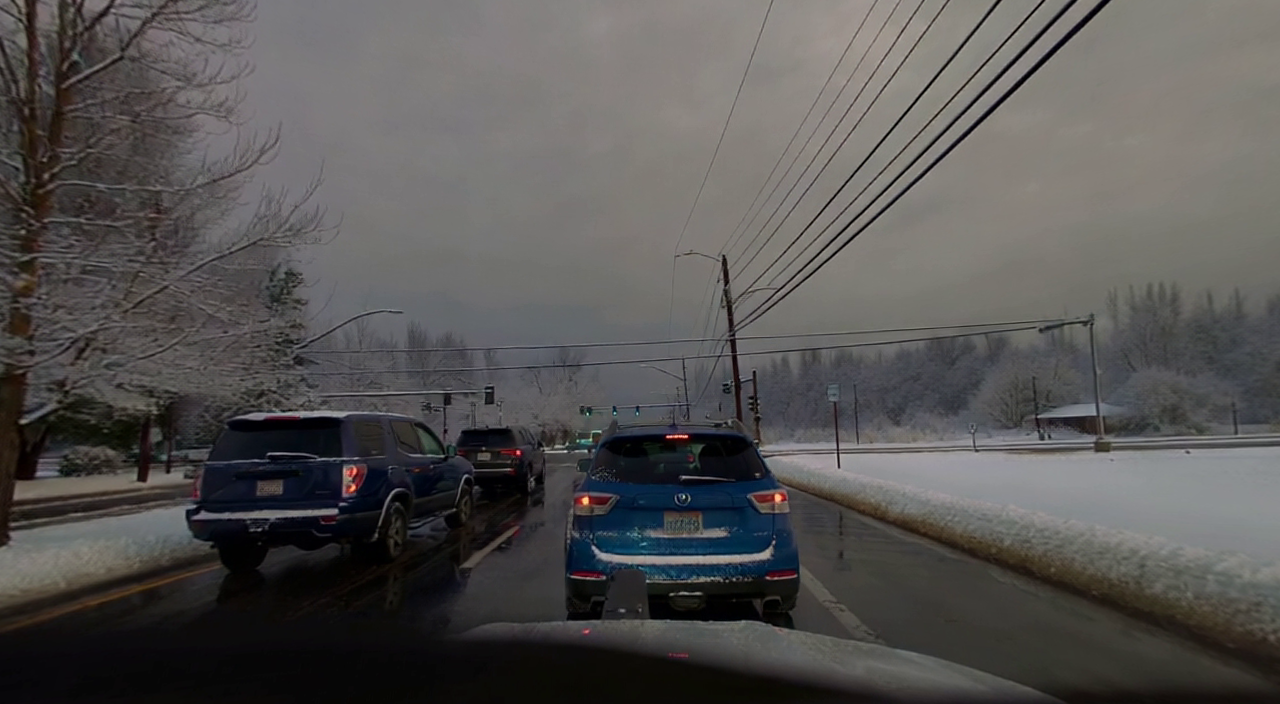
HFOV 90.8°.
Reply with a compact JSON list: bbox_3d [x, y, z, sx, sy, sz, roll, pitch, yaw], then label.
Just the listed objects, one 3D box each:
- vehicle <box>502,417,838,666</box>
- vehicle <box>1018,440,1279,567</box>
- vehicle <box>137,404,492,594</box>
[{"bbox_3d":[0.118,1.457,5.939,2.056,1.487,4.003,0,-9,-2],"label":"vehicle"},{"bbox_3d":[8.380,2.162,9.920,1.993,1.508,4.521,0,-9,-1],"label":"vehicle"},{"bbox_3d":[-3.473,1.655,7.962,2.105,1.706,4.337,0,-9,0],"label":"vehicle"}]
